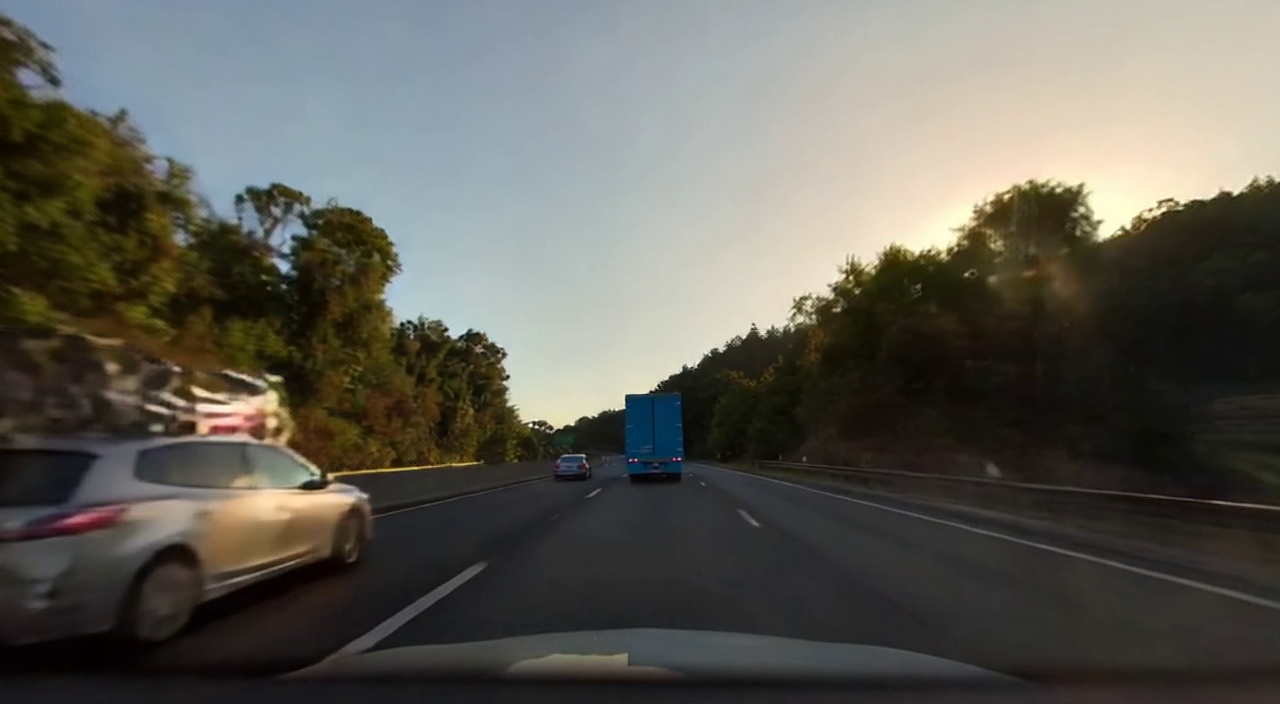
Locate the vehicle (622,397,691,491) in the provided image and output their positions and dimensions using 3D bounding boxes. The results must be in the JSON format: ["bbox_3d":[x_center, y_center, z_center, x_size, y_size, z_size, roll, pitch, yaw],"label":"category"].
[{"bbox_3d":[0.870,4.511,30.726,2.821,3.878,8.925,0,-9,2],"label":"vehicle"}]

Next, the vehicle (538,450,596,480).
[{"bbox_3d":[-3.597,5.672,31.867,2.133,1.358,4.870,0,-9,3],"label":"vehicle"}]

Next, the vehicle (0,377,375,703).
[{"bbox_3d":[-4.195,1.240,4.993,2.018,1.632,4.722,0,-9,2],"label":"vehicle"}]
